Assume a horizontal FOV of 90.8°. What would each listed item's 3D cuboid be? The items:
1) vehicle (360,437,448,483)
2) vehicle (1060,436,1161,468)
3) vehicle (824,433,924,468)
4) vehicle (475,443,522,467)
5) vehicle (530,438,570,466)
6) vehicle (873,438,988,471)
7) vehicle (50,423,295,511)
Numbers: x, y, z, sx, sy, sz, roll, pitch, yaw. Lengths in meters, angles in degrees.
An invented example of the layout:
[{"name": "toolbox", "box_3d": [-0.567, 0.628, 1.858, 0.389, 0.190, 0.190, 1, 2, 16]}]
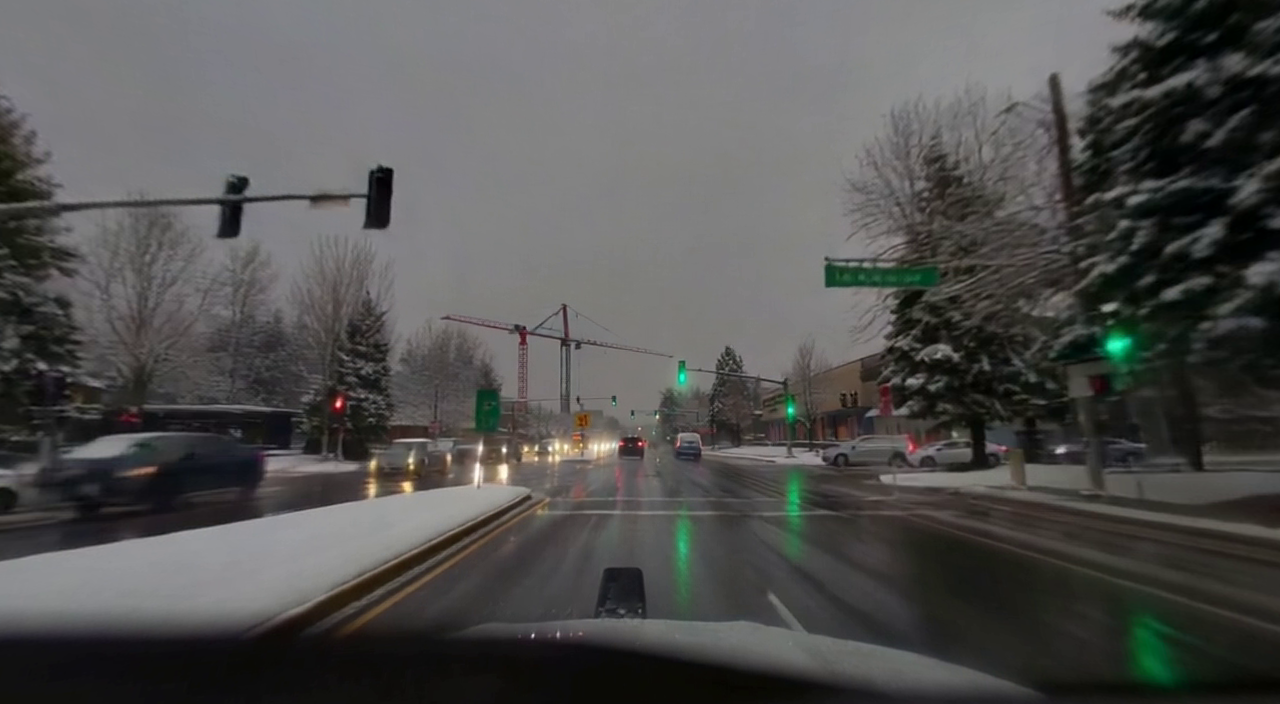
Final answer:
[{"name": "vehicle", "box_3d": [-9.105, 4.196, 24.767, 1.918, 1.640, 3.971, 0, -8, 0]}, {"name": "vehicle", "box_3d": [22.417, 4.747, 30.117, 3.995, 1.463, 1.862, 3, -9, -20]}, {"name": "vehicle", "box_3d": [12.610, 5.343, 34.315, 4.641, 1.772, 2.080, -1, -9, 6]}, {"name": "vehicle", "box_3d": [-9.059, 6.655, 40.921, 2.067, 1.460, 4.290, 0, -8, 0]}, {"name": "vehicle", "box_3d": [-5.990, 6.669, 42.432, 1.983, 1.715, 4.466, -2, -8, 0]}, {"name": "vehicle", "box_3d": [13.757, 4.871, 30.138, 4.506, 1.479, 1.924, 0, -8, 1]}, {"name": "vehicle", "box_3d": [-12.051, 3.009, 17.077, 2.249, 1.952, 5.746, 0, -8, 0]}]
